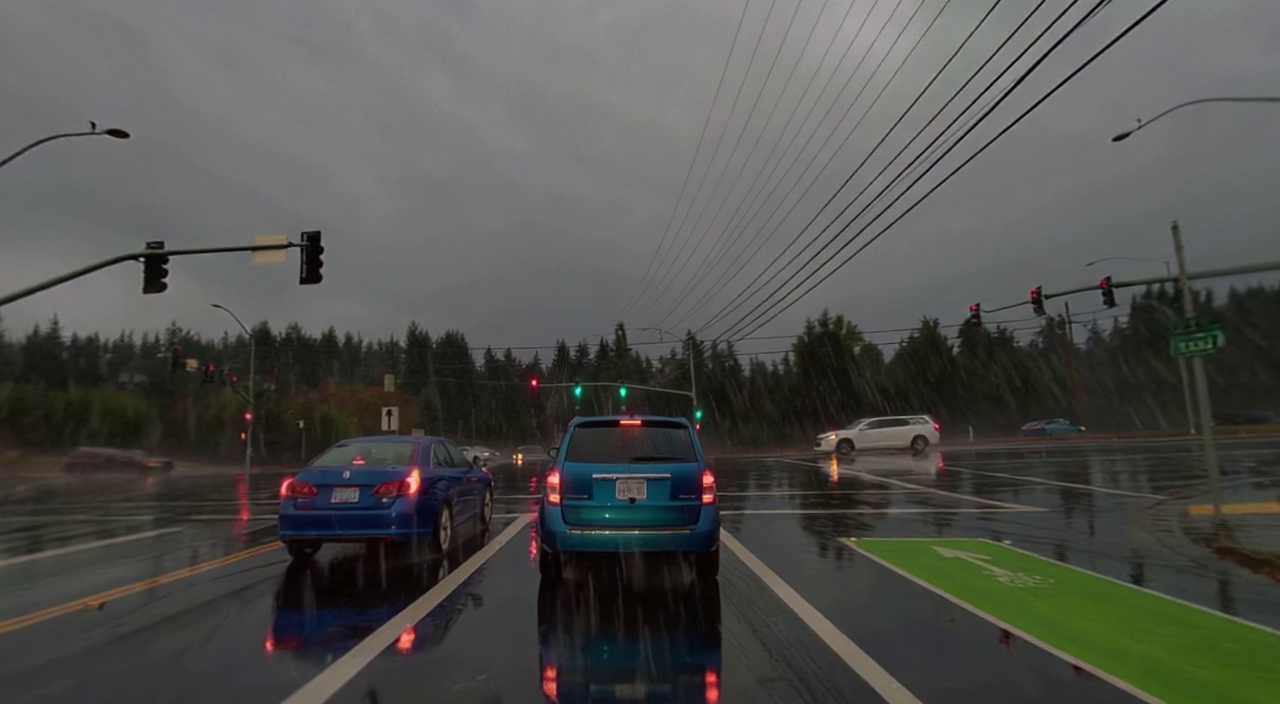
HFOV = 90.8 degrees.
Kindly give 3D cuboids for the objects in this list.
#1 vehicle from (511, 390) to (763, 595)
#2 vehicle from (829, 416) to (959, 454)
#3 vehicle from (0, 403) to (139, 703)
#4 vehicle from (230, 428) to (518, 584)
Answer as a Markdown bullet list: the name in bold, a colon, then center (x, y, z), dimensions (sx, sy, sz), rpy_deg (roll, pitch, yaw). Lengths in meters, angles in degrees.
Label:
- **vehicle**: center (-0.055, 1.519, 7.606), dimensions (2.182, 1.773, 4.041), rpy_deg (0, -8, -1)
- **vehicle**: center (13.845, 4.601, 34.831), dimensions (6.143, 1.944, 2.229), rpy_deg (-1, -8, 5)
- **vehicle**: center (-3.349, 0.662, 0.439), dimensions (1.928, 1.488, 4.936), rpy_deg (0, -8, 0)
- **vehicle**: center (-2.934, 1.765, 8.015), dimensions (1.969, 1.486, 3.702), rpy_deg (0, -8, 1)
